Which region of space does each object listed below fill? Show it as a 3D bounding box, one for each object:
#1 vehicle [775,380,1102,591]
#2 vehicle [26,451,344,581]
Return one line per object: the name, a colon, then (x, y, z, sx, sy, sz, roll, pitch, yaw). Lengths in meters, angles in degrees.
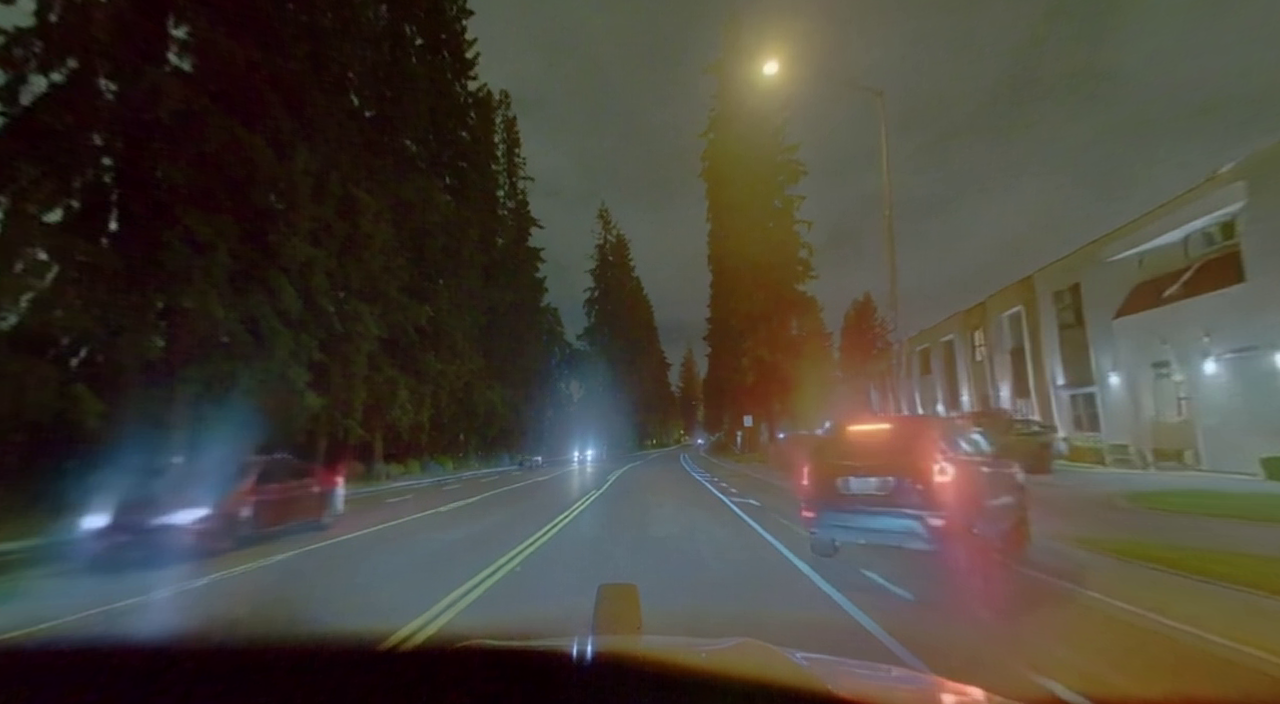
vehicle: (4.057, 1.534, 8.131, 2.268, 1.862, 4.724, -8, -12, 44)
vehicle: (-6.919, 2.468, 10.361, 1.894, 1.476, 4.429, -4, -9, 2)
